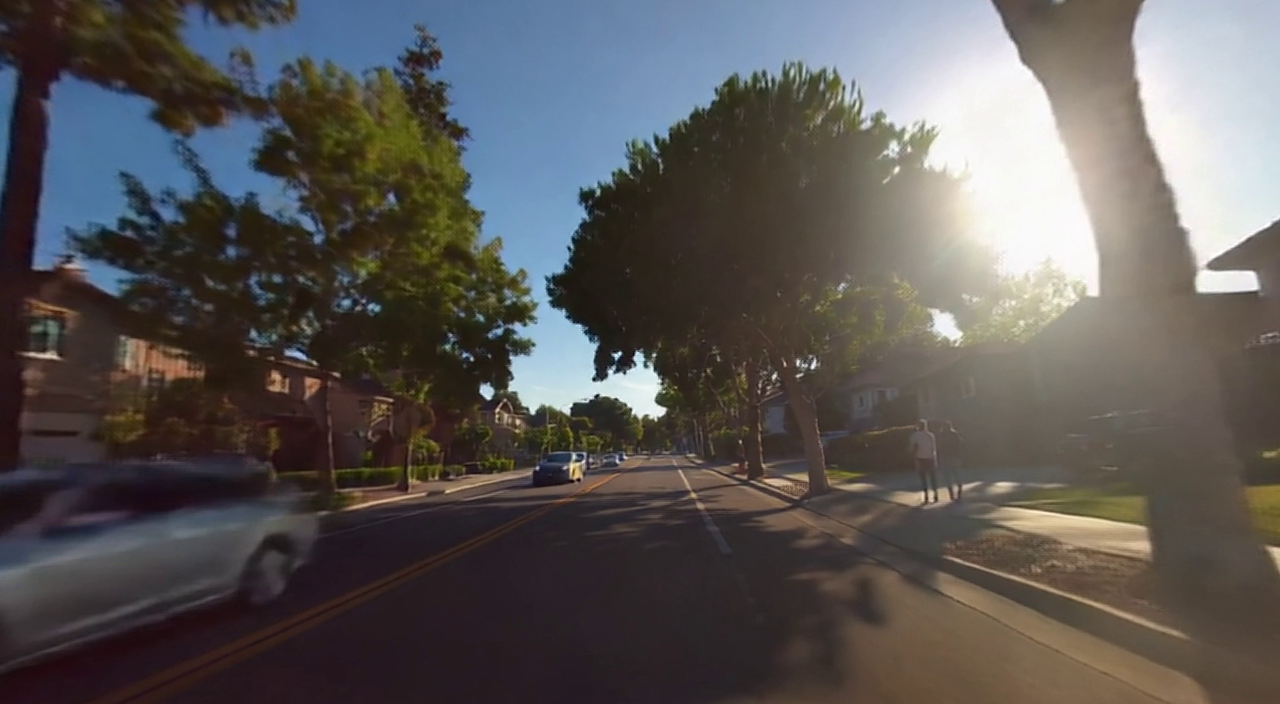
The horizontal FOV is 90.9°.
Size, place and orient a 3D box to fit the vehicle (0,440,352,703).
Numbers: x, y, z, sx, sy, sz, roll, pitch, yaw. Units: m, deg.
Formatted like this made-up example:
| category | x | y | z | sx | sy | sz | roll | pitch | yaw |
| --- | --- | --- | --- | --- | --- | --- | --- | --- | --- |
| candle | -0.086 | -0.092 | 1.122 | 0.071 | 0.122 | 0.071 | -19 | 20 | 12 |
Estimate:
| category | x | y | z | sx | sy | sz | roll | pitch | yaw |
| --- | --- | --- | --- | --- | --- | --- | --- | --- | --- |
| vehicle | -4.393 | 1.483 | 5.157 | 1.906 | 1.498 | 4.222 | 0 | -8 | 3 |

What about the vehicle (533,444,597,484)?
| category | x | y | z | sx | sy | sz | roll | pitch | yaw |
| --- | --- | --- | --- | --- | --- | --- | --- | --- | --- |
| vehicle | -3.417 | 5.209 | 29.699 | 2.167 | 1.691 | 4.755 | 0 | -8 | 3 |

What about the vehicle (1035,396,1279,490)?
| category | x | y | z | sx | sy | sz | roll | pitch | yaw |
| --- | --- | --- | --- | --- | --- | --- | --- | --- | --- |
| vehicle | 11.974 | 2.038 | 14.209 | 4.665 | 1.944 | 2.092 | 0 | -8 | 1 |
